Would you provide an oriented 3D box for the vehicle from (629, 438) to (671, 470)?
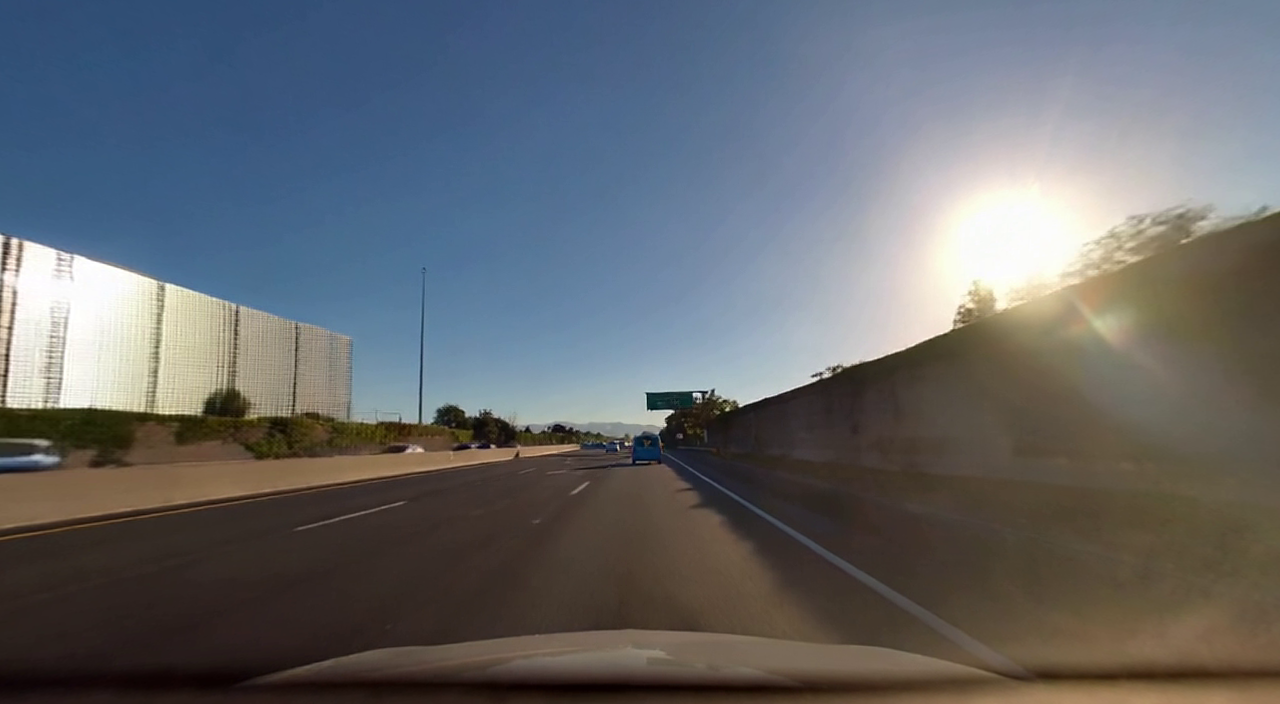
[{"bbox_3d":[0.475,5.003,31.073,1.997,1.484,3.409,0,-8,0],"label":"vehicle"}]
